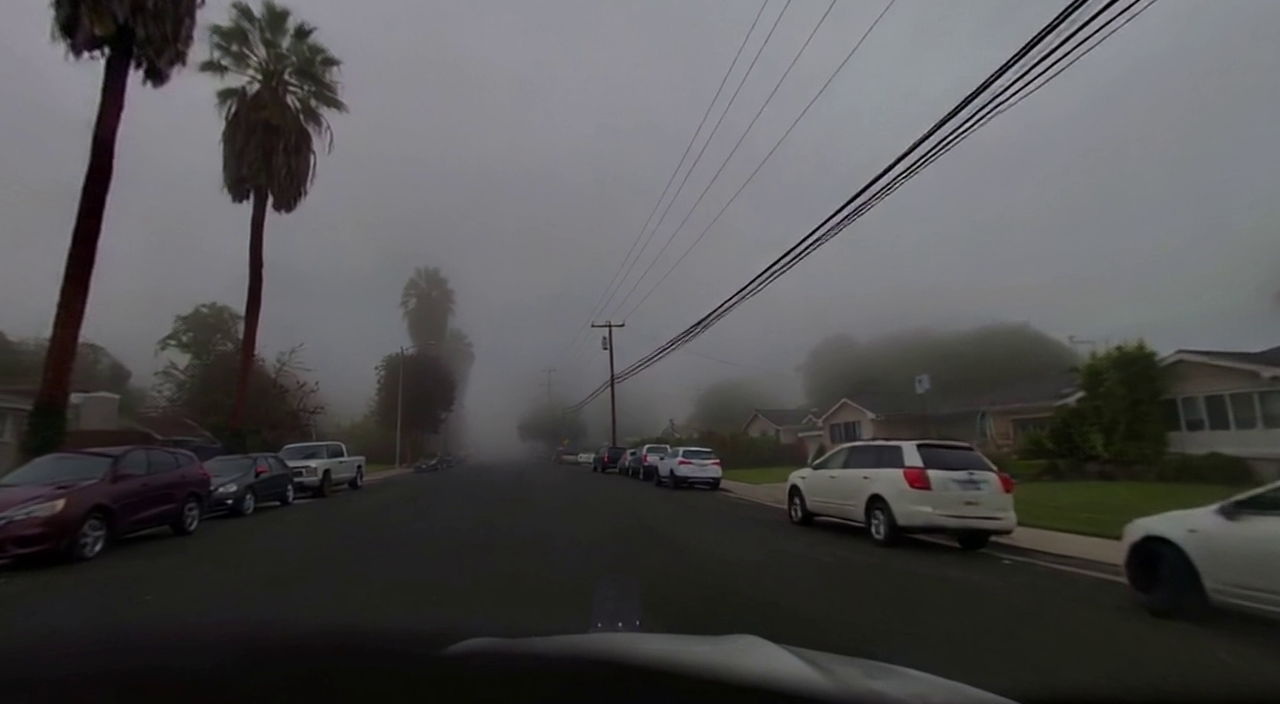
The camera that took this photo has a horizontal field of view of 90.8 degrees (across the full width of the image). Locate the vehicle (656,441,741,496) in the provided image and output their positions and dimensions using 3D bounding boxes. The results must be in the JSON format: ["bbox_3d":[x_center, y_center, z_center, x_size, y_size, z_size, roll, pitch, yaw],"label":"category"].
[{"bbox_3d":[1.907,4.000,22.004,1.894,1.675,4.294,2,-9,-9],"label":"vehicle"}]

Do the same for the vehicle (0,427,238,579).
[{"bbox_3d":[-7.958,2.048,9.388,1.919,1.678,4.385,-1,-7,-13],"label":"vehicle"}]

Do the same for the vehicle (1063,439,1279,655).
[{"bbox_3d":[5.302,1.256,3.891,1.786,1.437,4.448,2,-9,-10],"label":"vehicle"}]

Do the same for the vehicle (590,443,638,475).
[{"bbox_3d":[-1.651,6.521,38.677,2.115,1.826,4.871,2,-9,-12],"label":"vehicle"}]

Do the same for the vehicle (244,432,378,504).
[{"bbox_3d":[-10.237,3.637,20.304,2.300,1.943,5.744,2,-9,-12],"label":"vehicle"}]

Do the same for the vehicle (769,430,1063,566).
[{"bbox_3d":[3.937,2.145,10.105,1.943,1.623,4.471,2,-9,-13],"label":"vehicle"}]

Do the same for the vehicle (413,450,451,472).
[{"bbox_3d":[-15.366,8.053,46.847,2.013,1.483,4.645,2,-9,-10],"label":"vehicle"}]
